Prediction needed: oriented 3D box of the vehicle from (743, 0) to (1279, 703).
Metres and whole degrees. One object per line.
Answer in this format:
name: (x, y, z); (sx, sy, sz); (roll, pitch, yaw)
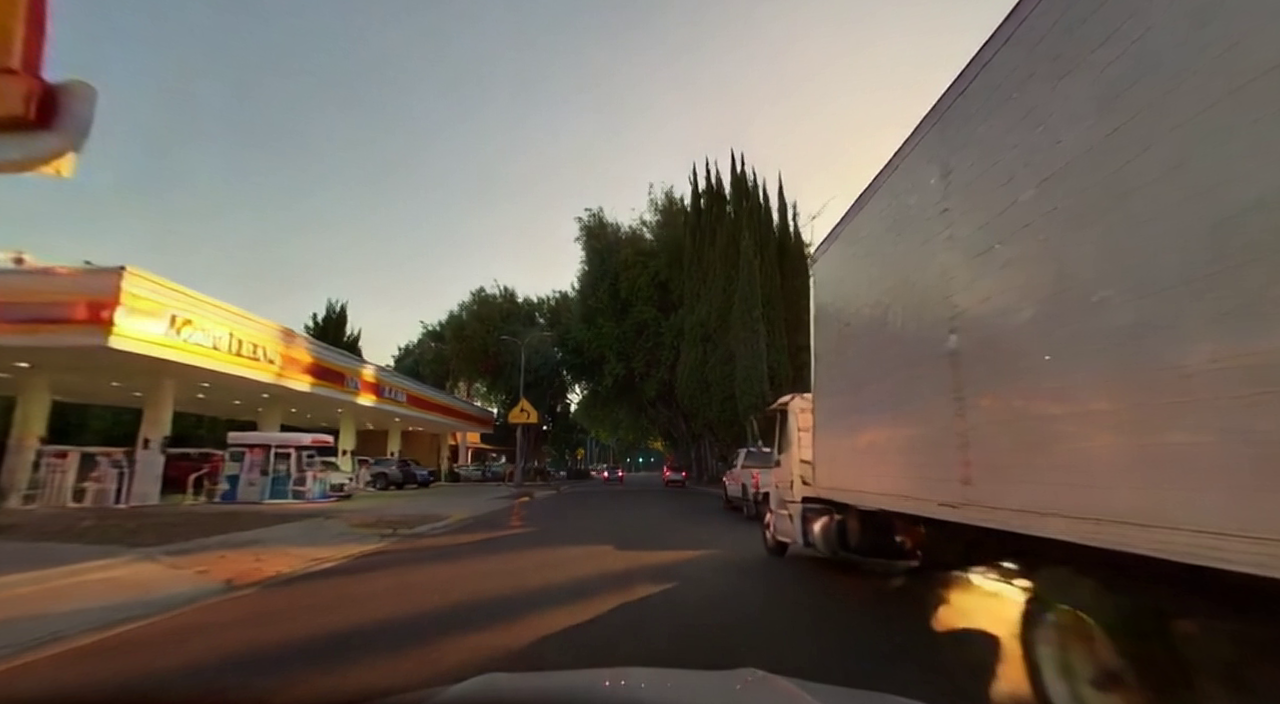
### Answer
vehicle: (3.428, 0.236, 4.483); (2.990, 4.098, 13.928); (1, -10, 0)

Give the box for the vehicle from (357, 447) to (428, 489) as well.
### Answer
vehicle: (-12.731, 5.949, 32.682); (2.062, 1.889, 4.115); (2, -7, -2)
